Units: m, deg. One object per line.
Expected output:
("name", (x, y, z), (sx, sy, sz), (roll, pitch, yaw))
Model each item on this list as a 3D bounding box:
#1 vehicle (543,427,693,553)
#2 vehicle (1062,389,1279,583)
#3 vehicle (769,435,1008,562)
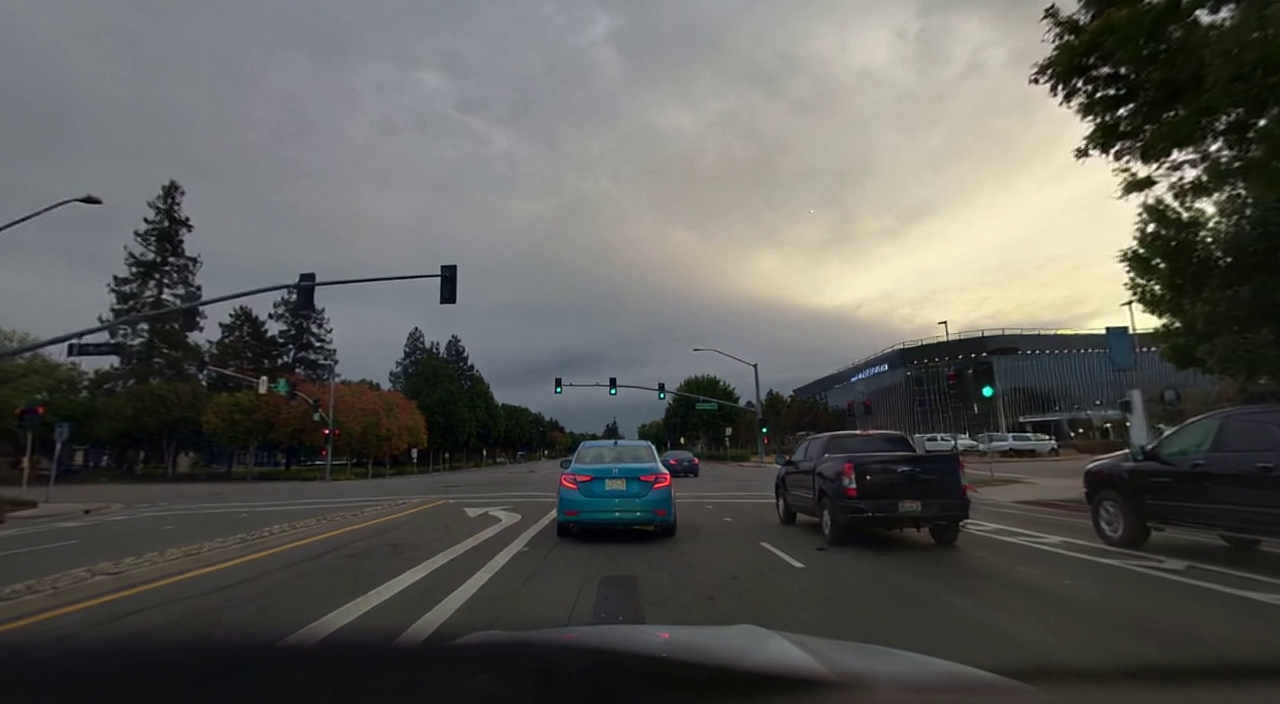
("vehicle", (-0.313, 2.154, 10.494), (2.037, 1.674, 3.693), (0, -8, 0))
("vehicle", (7.541, 1.385, 6.605), (2.240, 1.923, 5.678), (0, -8, -1))
("vehicle", (3.583, 2.176, 10.242), (1.955, 1.550, 4.587), (0, -9, -1))
